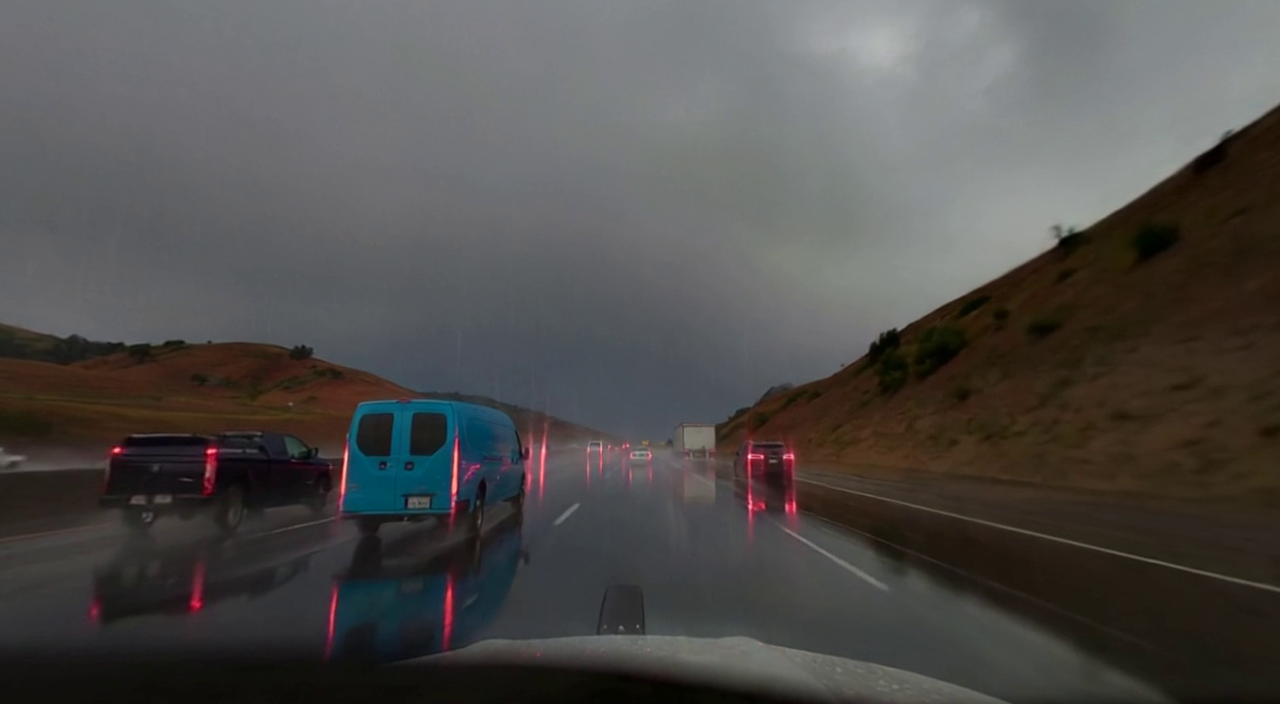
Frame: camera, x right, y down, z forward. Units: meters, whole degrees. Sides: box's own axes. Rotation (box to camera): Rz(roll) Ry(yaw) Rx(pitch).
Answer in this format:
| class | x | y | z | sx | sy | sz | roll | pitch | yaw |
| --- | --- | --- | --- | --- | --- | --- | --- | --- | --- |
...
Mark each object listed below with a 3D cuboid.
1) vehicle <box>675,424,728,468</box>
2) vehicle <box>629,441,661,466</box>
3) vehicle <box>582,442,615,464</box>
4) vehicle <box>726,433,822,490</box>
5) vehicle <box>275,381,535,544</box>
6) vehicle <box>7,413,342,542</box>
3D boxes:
| class | x | y | z | sx | sy | sz | roll | pitch | yaw |
| --- | --- | --- | --- | --- | --- | --- | --- | --- | --- |
| vehicle | 4.085 | 6.471 | 43.314 | 2.877 | 2.730 | 7.831 | 0 | -9 | 0 |
| vehicle | 0.309 | 6.659 | 41.232 | 2.014 | 1.543 | 3.804 | 0 | -9 | 0 |
| vehicle | -3.094 | 7.669 | 47.952 | 2.138 | 1.581 | 4.340 | 0 | -9 | 1 |
| vehicle | 4.072 | 3.416 | 19.867 | 2.051 | 1.598 | 4.145 | 0 | -9 | -1 |
| vehicle | -3.669 | 1.937 | 11.492 | 2.421 | 2.203 | 5.775 | 0 | -9 | 1 |
| vehicle | -7.447 | 2.068 | 10.992 | 2.054 | 1.715 | 4.928 | 0 | -9 | 0 |
